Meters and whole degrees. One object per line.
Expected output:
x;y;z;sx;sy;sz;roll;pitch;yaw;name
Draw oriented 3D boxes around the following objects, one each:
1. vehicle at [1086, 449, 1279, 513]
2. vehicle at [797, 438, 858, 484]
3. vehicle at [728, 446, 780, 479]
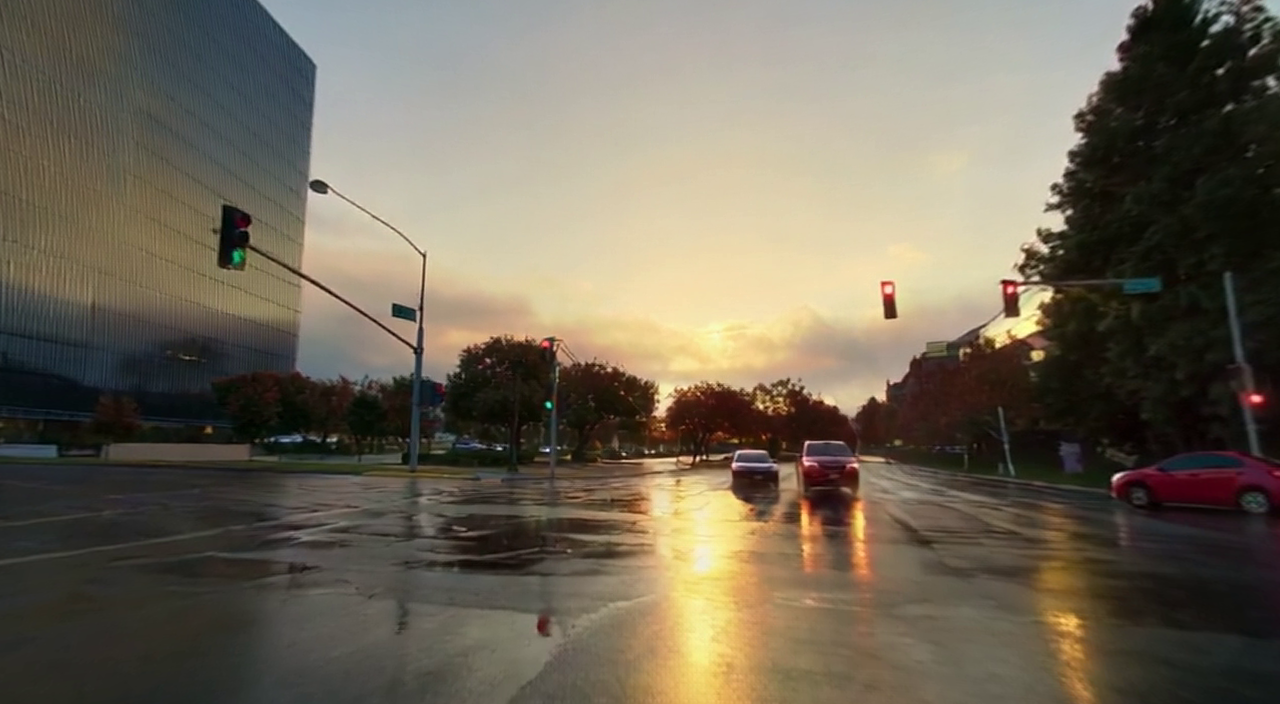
15.511;3.436;17.268;1.971;1.503;4.896;3;-9;-20;vehicle
7.571;4.413;25.790;2.018;1.699;4.751;-2;-9;13;vehicle
5.740;5.445;31.225;2.068;1.486;4.664;-3;-9;15;vehicle
